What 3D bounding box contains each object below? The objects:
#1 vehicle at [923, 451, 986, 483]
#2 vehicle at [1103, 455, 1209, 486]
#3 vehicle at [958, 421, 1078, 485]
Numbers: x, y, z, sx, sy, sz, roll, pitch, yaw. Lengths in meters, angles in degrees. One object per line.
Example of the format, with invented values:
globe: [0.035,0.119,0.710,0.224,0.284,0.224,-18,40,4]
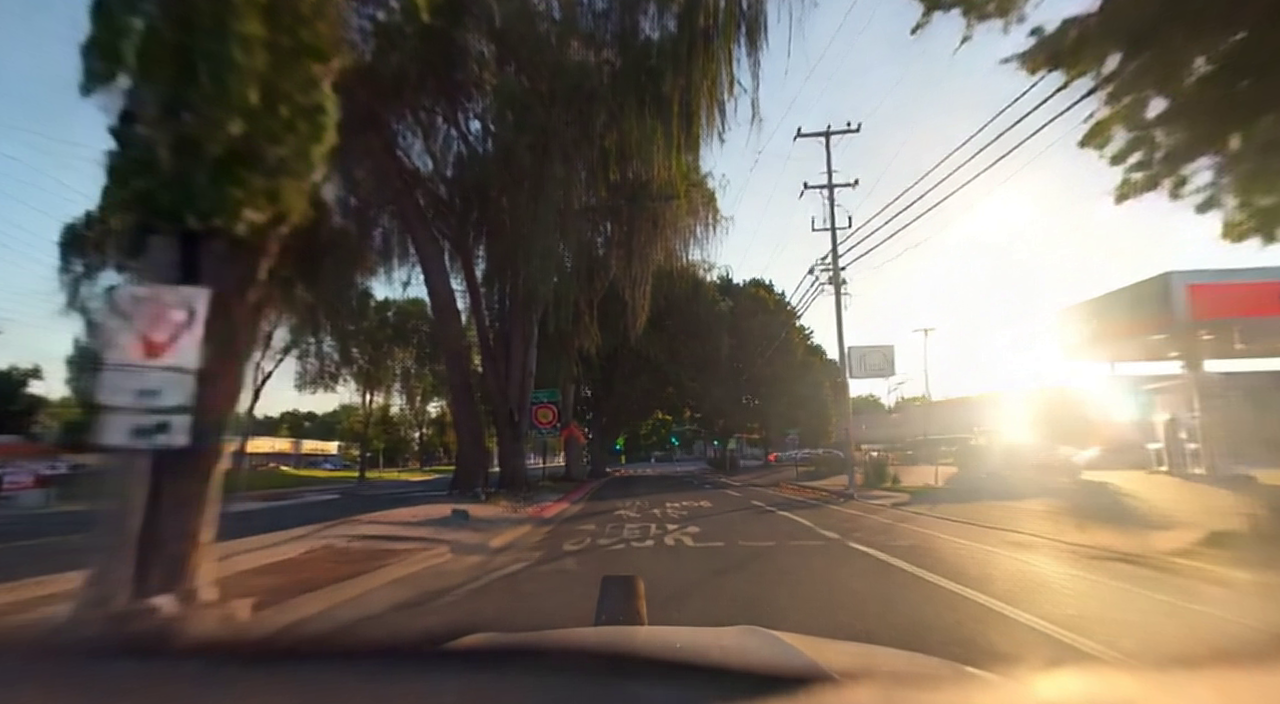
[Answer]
vehicle: [19.501,7.116,39.403,2.041,1.674,4.301,3,-8,4]
vehicle: [26.597,6.099,32.773,2.113,1.461,3.997,0,-9,1]
vehicle: [19.011,5.106,32.268,2.642,2.930,5.826,-1,-8,3]
